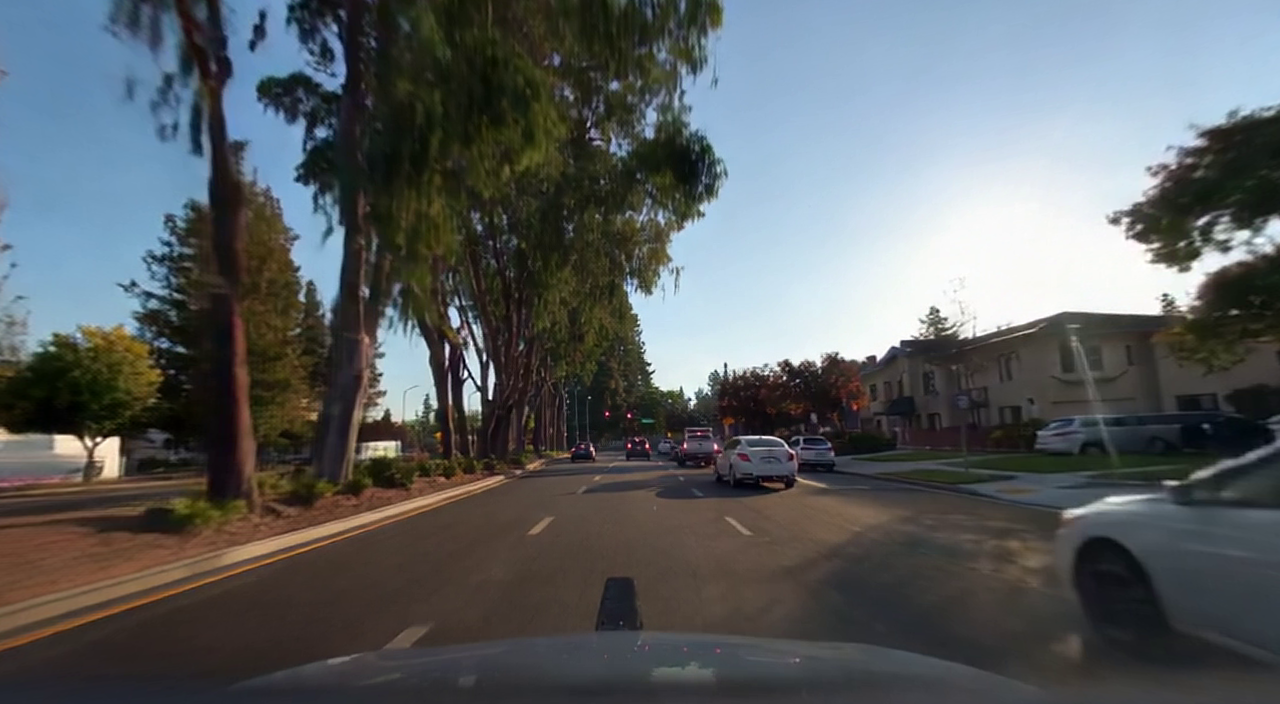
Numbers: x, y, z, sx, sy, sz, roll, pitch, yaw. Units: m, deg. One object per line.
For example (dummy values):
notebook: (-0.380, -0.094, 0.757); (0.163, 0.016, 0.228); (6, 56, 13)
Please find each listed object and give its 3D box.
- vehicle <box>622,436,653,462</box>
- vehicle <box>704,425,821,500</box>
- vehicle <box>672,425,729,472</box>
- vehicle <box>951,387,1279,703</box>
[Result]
vehicle: (-0.171, 6.648, 43.496); (2.052, 1.693, 4.554); (0, -8, 0)
vehicle: (3.060, 2.877, 16.880); (2.041, 1.688, 4.717); (0, -8, -2)
vehicle: (2.874, 4.798, 31.467); (2.268, 2.090, 6.113); (0, -8, 0)
vehicle: (3.774, 0.940, 2.859); (2.165, 1.513, 4.911); (0, -8, -1)
